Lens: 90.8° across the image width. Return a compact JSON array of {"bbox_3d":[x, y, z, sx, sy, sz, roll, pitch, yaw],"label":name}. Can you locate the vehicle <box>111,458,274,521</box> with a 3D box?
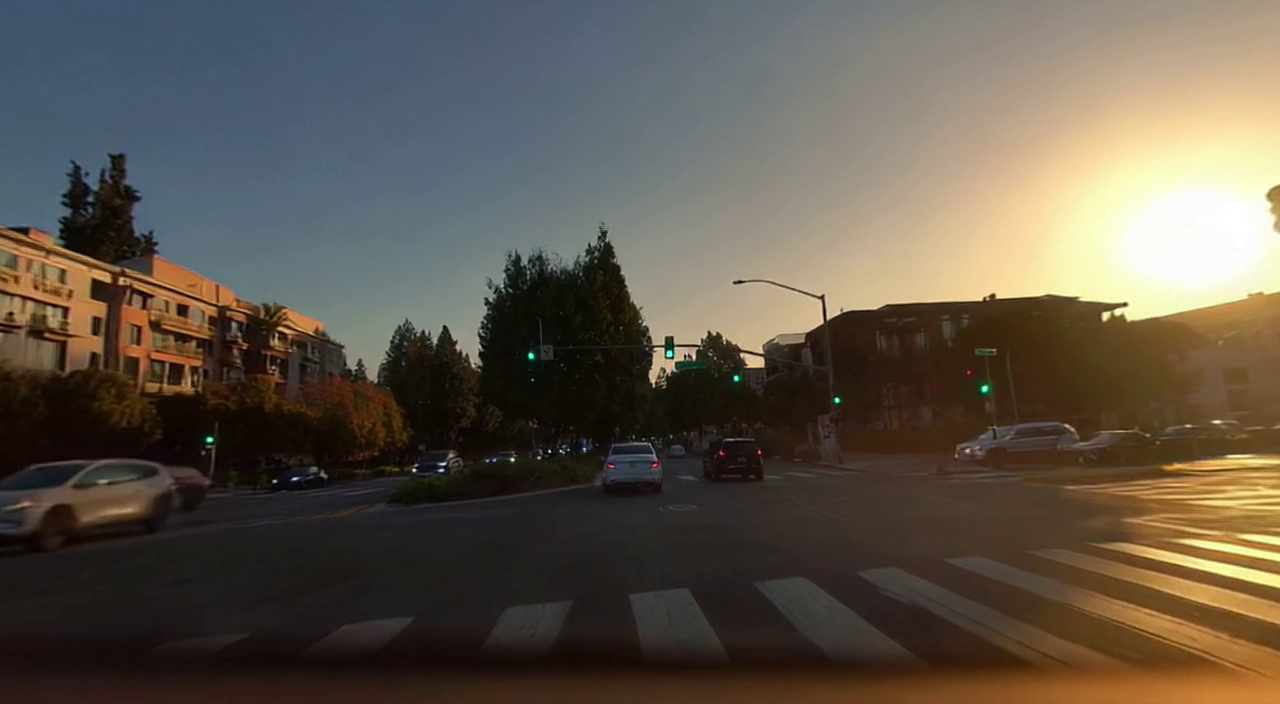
[{"bbox_3d":[-14.625,4.474,21.052,2.135,1.741,4.371,0,-8,1],"label":"vehicle"}]

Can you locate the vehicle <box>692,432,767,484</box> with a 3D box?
[{"bbox_3d":[3.291,4.006,24.244,2.107,1.773,4.557,0,-8,-1],"label":"vehicle"}]

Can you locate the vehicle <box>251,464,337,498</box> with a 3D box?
[{"bbox_3d":[-17.183,6.406,31.639,1.957,1.444,4.306,0,-8,-1],"label":"vehicle"}]

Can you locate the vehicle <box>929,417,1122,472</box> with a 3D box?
[{"bbox_3d":[15.185,3.718,25.350,6.013,2.030,2.461,-2,-9,12],"label":"vehicle"}]

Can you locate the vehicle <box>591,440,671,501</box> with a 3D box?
[{"bbox_3d":[-0.251,3.294,18.001,2.034,1.500,3.966,0,-8,-1],"label":"vehicle"}]

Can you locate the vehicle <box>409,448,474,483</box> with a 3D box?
[{"bbox_3d":[-11.035,6.304,35.456,2.102,1.758,4.532,0,-8,1],"label":"vehicle"}]

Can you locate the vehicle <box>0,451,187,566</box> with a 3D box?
[{"bbox_3d":[-11.291,2.783,11.823,2.078,1.795,4.636,0,-8,1],"label":"vehicle"}]
